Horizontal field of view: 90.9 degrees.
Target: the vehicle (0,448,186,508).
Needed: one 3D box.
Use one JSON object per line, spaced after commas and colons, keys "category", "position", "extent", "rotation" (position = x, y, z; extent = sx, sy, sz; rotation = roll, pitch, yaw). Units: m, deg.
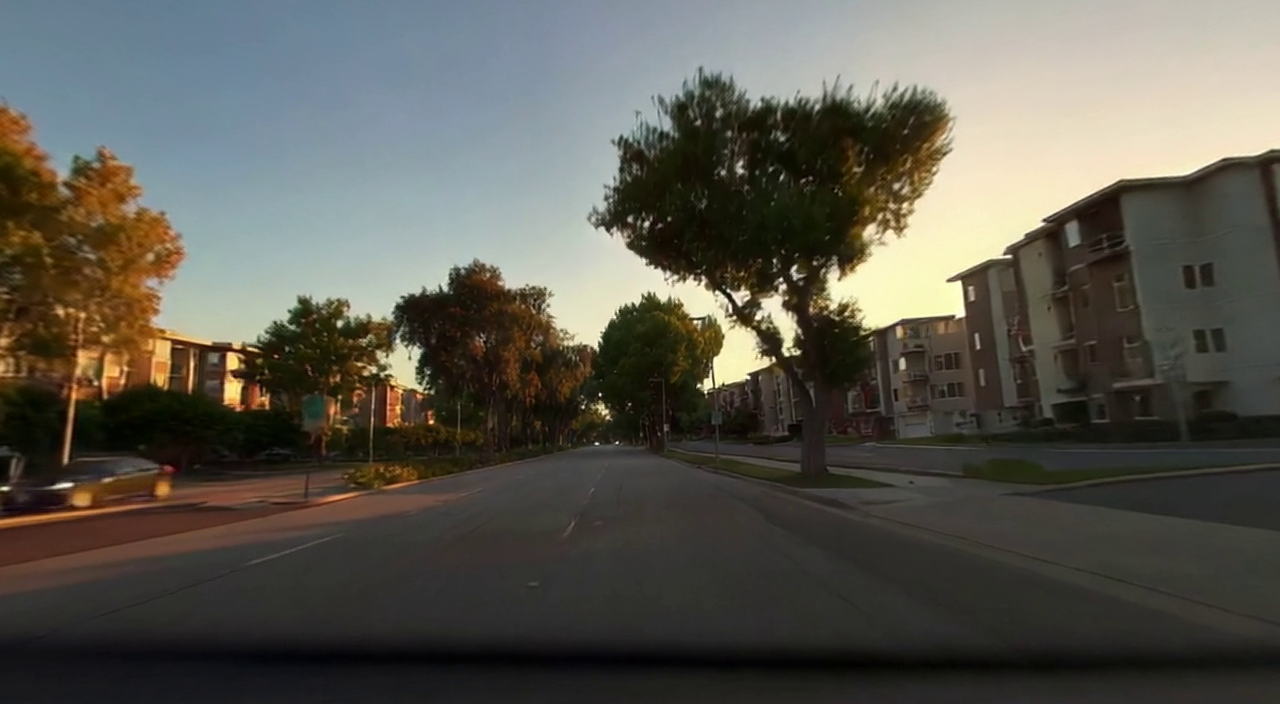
{"category": "vehicle", "position": [-17.378, 3.951, 20.298], "extent": [2.154, 1.648, 4.555], "rotation": [0, -8, -2]}
